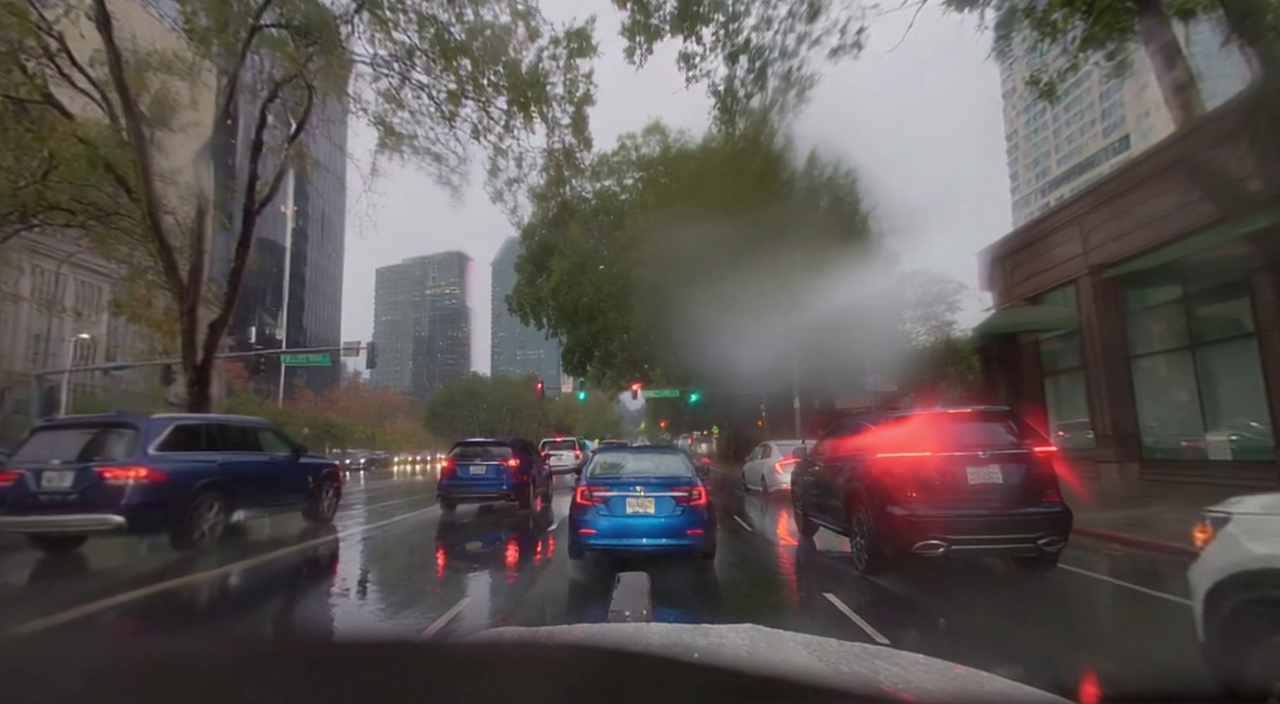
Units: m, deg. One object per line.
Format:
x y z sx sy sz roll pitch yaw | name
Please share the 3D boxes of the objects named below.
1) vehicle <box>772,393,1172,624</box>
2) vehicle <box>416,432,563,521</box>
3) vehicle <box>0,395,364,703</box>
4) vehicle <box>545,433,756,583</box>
3.063 1.552 7.171 2.108 1.785 4.334 0 -9 -1 | vehicle
-3.233 2.792 14.711 2.168 1.719 4.561 -1 -9 2 | vehicle
-3.326 0.981 2.629 2.144 1.505 4.635 -1 -9 2 | vehicle
0.088 1.901 8.480 2.147 1.507 3.953 0 -9 -1 | vehicle
